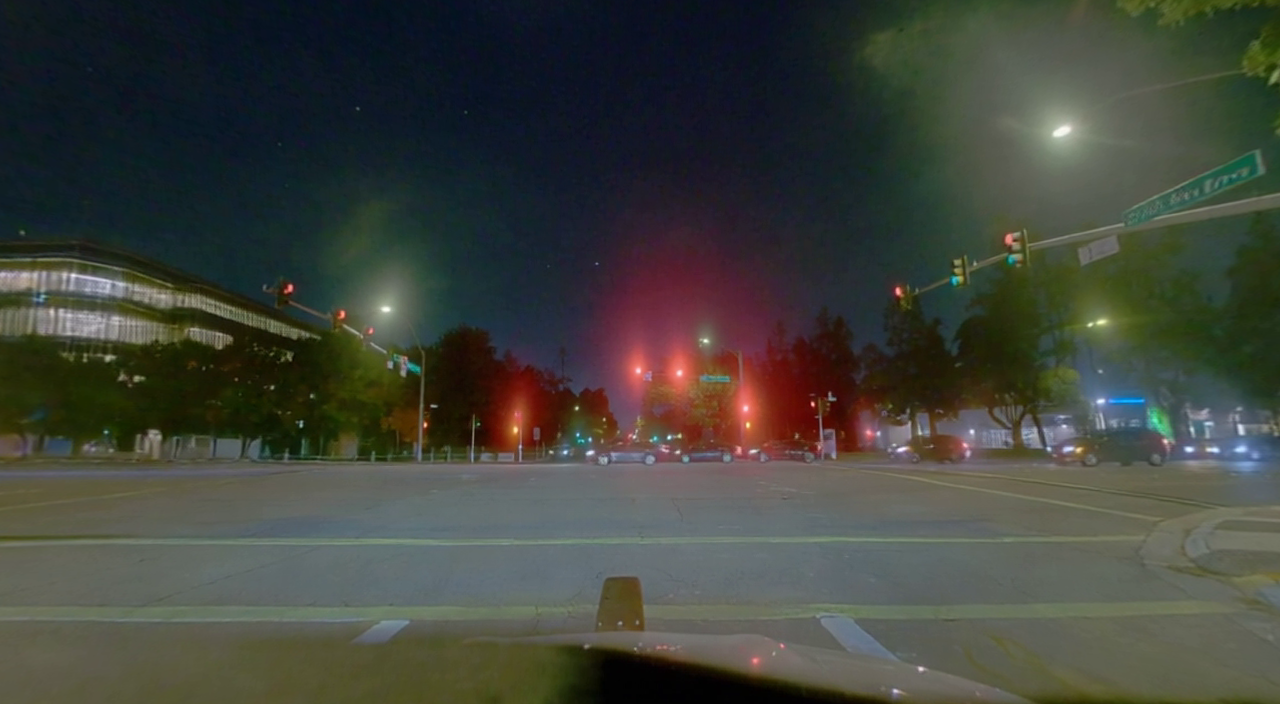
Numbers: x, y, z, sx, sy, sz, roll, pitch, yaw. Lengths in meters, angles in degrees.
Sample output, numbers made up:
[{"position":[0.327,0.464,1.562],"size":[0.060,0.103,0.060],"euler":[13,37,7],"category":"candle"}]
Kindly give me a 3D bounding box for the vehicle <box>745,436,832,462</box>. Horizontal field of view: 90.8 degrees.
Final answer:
[{"position":[8.627,5.670,36.920],"size":[4.631,1.435,1.715],"euler":[0,-9,-1],"category":"vehicle"}]

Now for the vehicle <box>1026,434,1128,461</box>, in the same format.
[{"position":[25.262,5.520,36.612],"size":[4.519,1.476,1.767],"euler":[0,-9,1],"category":"vehicle"}]

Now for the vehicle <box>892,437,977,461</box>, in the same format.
[{"position":[18.626,6.139,40.068],"size":[4.443,1.472,1.794],"euler":[0,-9,1],"category":"vehicle"}]

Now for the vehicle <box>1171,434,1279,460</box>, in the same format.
[{"position":[34.087,5.519,36.713],"size":[4.724,1.452,1.870],"euler":[0,-9,0],"category":"vehicle"}]

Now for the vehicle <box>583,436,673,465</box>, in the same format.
[{"position":[-0.619,5.179,33.174],"size":[4.629,1.423,1.833],"euler":[0,-9,0],"category":"vehicle"}]

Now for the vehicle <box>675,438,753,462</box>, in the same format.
[{"position":[4.634,6.208,40.175],"size":[4.759,1.445,1.865],"euler":[0,-9,0],"category":"vehicle"}]
